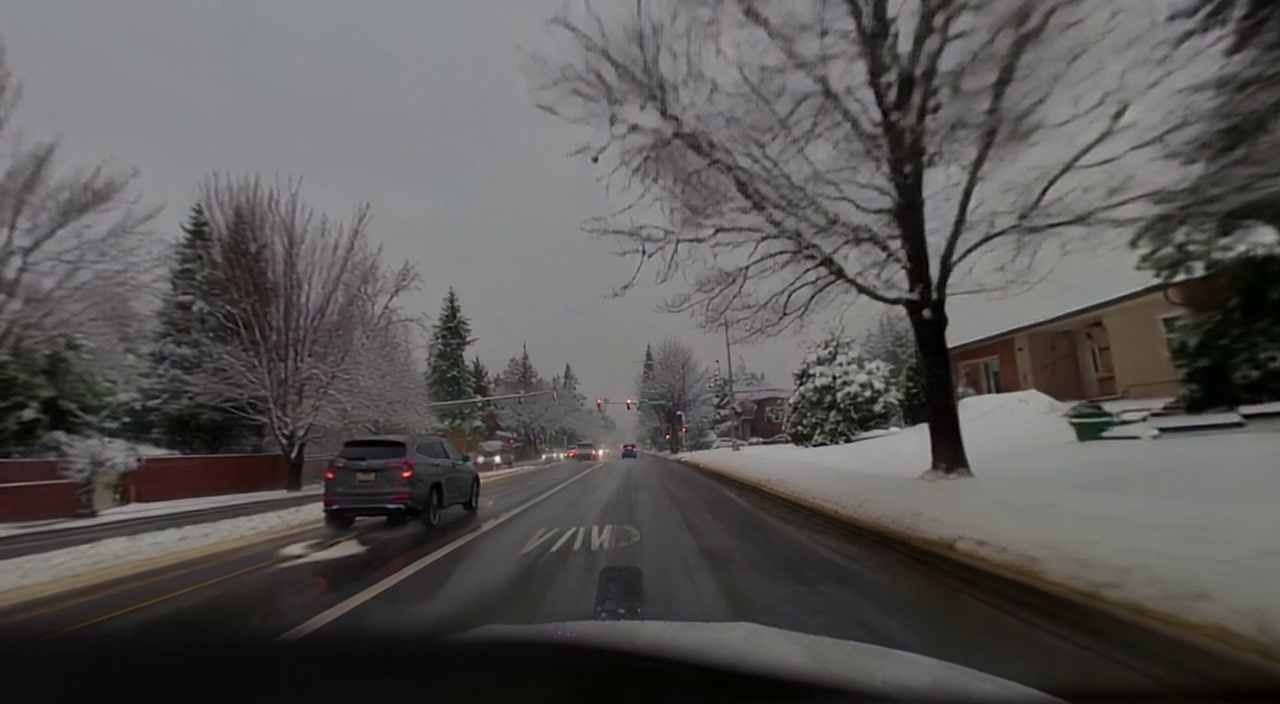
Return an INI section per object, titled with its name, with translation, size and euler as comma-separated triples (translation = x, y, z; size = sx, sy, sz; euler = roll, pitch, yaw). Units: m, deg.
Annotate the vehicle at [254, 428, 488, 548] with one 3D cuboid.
[vehicle]
translation = -4.435, 2.308, 11.470
size = 2.169, 1.706, 4.638
euler = 0, -9, 0
